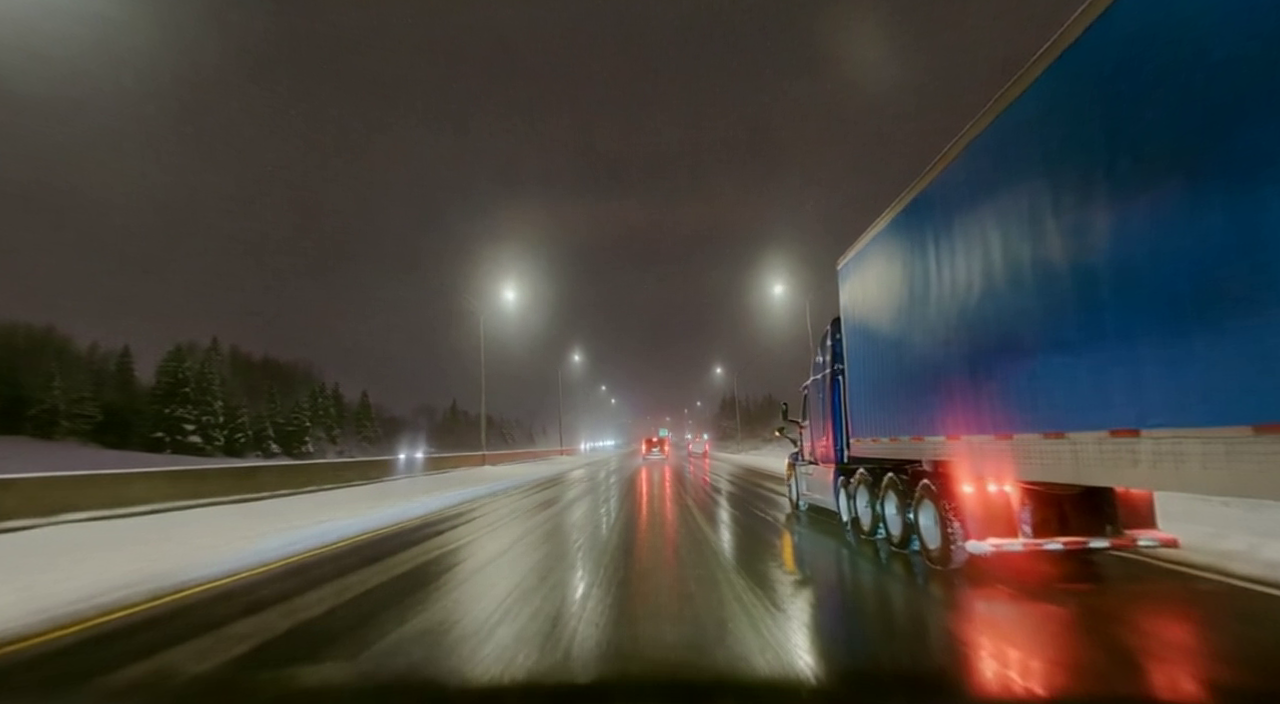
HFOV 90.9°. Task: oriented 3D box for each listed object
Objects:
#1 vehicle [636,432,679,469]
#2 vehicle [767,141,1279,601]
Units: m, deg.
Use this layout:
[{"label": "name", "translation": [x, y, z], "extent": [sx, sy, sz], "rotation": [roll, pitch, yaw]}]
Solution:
[{"label": "vehicle", "translation": [0.931, 5.393, 34.637], "extent": [2.205, 1.860, 4.301], "rotation": [-1, -8, 1]}, {"label": "vehicle", "translation": [4.323, 0.696, 9.755], "extent": [3.030, 3.985, 8.655], "rotation": [-1, -8, 1]}]
